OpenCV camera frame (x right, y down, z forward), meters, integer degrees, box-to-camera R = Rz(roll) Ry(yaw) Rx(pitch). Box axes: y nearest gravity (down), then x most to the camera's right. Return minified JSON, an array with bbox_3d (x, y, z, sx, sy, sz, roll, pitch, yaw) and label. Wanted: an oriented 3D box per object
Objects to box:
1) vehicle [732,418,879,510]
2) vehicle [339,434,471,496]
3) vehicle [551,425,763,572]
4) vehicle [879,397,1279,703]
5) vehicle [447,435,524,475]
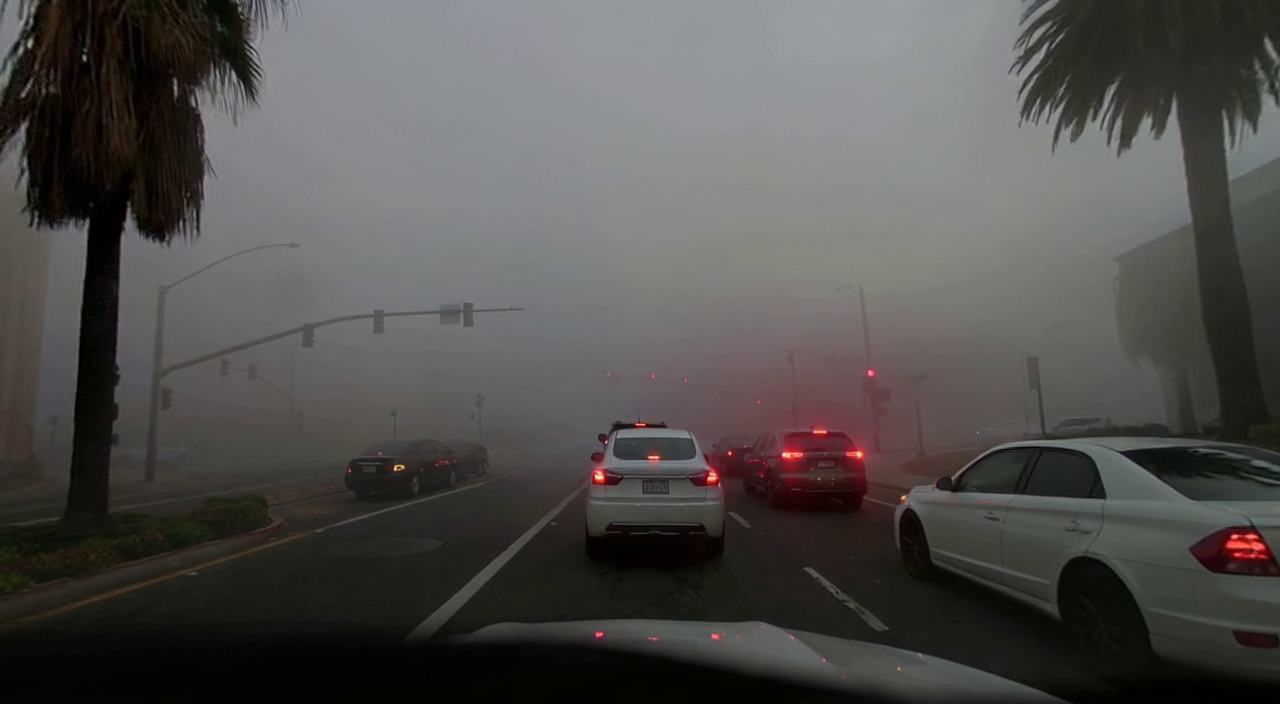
[{"bbox_3d":[3.498,2.470,14.315,2.169,1.751,4.276,0,-8,0],"label":"vehicle"},{"bbox_3d":[-6.255,3.052,17.376,1.900,1.487,4.165,0,-8,2],"label":"vehicle"},{"bbox_3d":[0.177,1.786,8.458,2.140,1.474,4.026,0,-8,0],"label":"vehicle"},{"bbox_3d":[3.541,1.221,4.474,1.910,1.490,4.661,0,-8,1],"label":"vehicle"},{"bbox_3d":[-6.053,4.100,25.255,1.822,1.456,4.396,-1,-8,2],"label":"vehicle"}]
